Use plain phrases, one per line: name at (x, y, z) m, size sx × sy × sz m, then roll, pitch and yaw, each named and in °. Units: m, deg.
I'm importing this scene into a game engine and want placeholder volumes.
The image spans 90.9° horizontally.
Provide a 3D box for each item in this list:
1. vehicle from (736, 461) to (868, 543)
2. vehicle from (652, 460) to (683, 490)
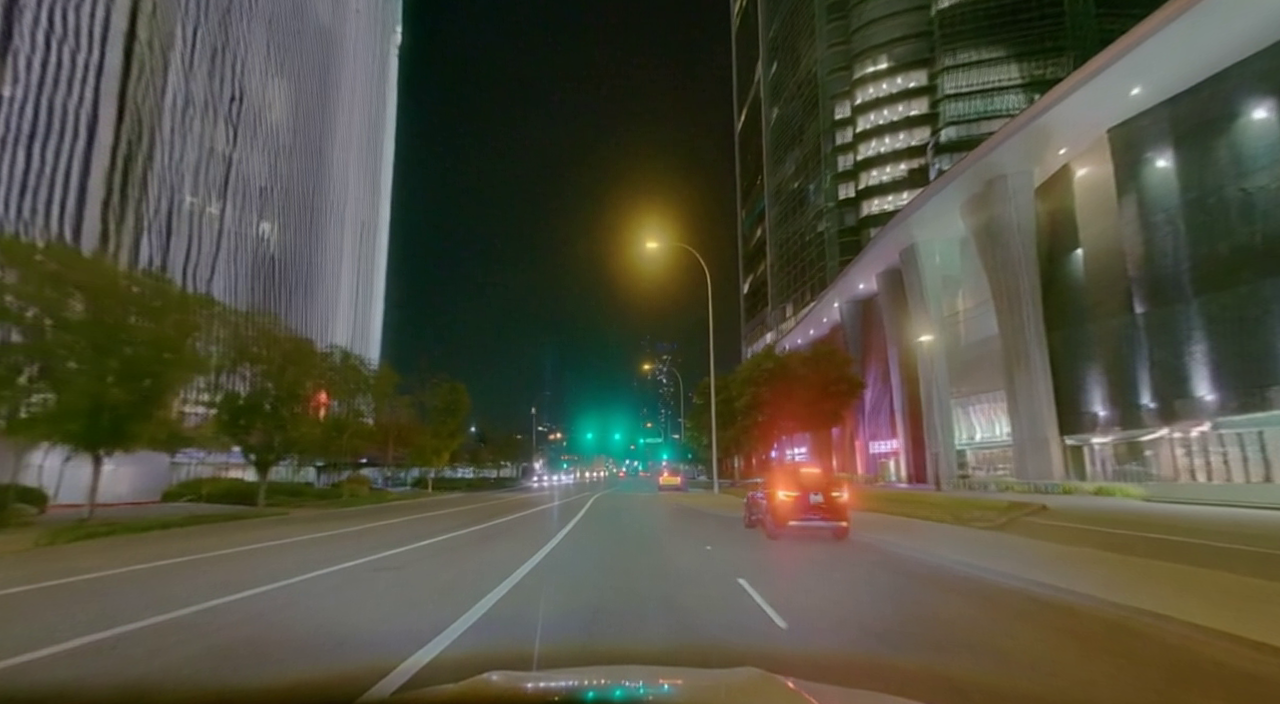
vehicle at (3.281, 3.131, 13.564) m, size 1.899 × 1.470 × 3.666 m, roll 0°, pitch -11°, yaw 1°
vehicle at (1.961, 9.002, 46.206) m, size 2.064 × 2.010 × 4.791 m, roll 0°, pitch -11°, yaw 1°
